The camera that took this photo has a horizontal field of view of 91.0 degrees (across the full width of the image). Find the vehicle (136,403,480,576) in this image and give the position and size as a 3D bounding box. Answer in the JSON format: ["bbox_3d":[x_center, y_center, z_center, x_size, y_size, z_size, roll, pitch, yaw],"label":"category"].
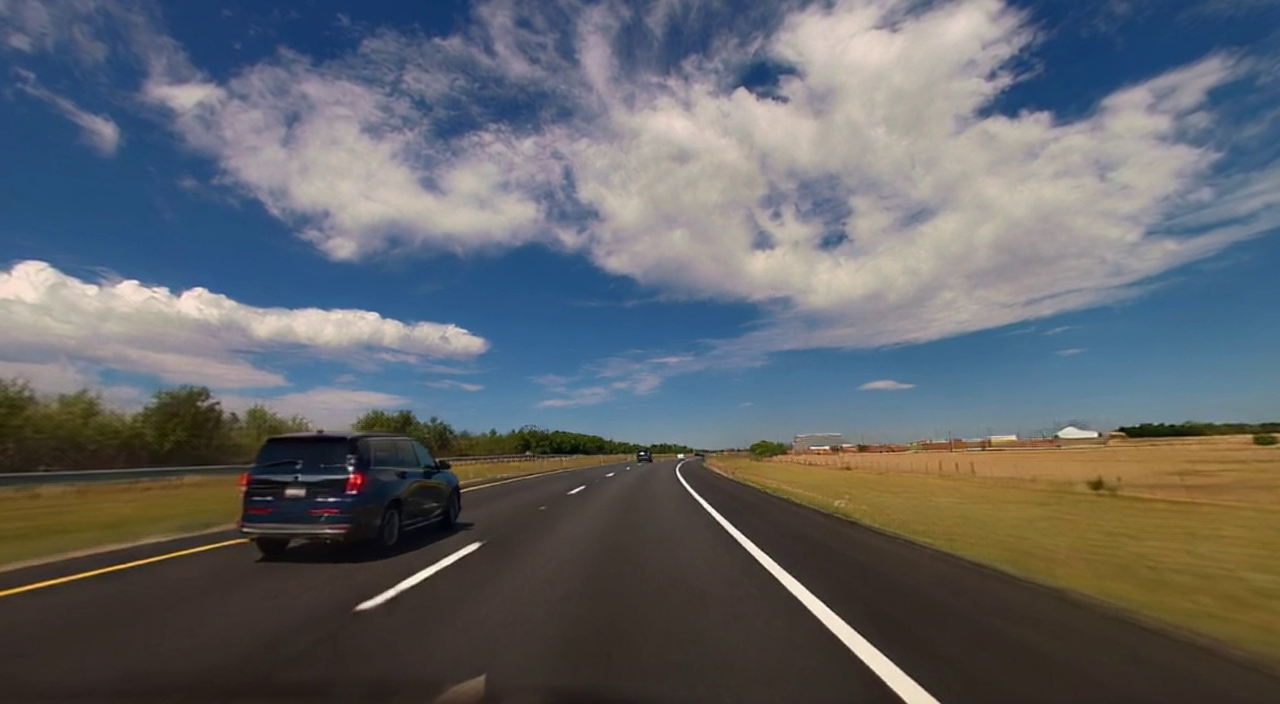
[{"bbox_3d":[-4.048,1.786,8.942,2.193,1.771,4.757,0,-9,1],"label":"vehicle"}]
